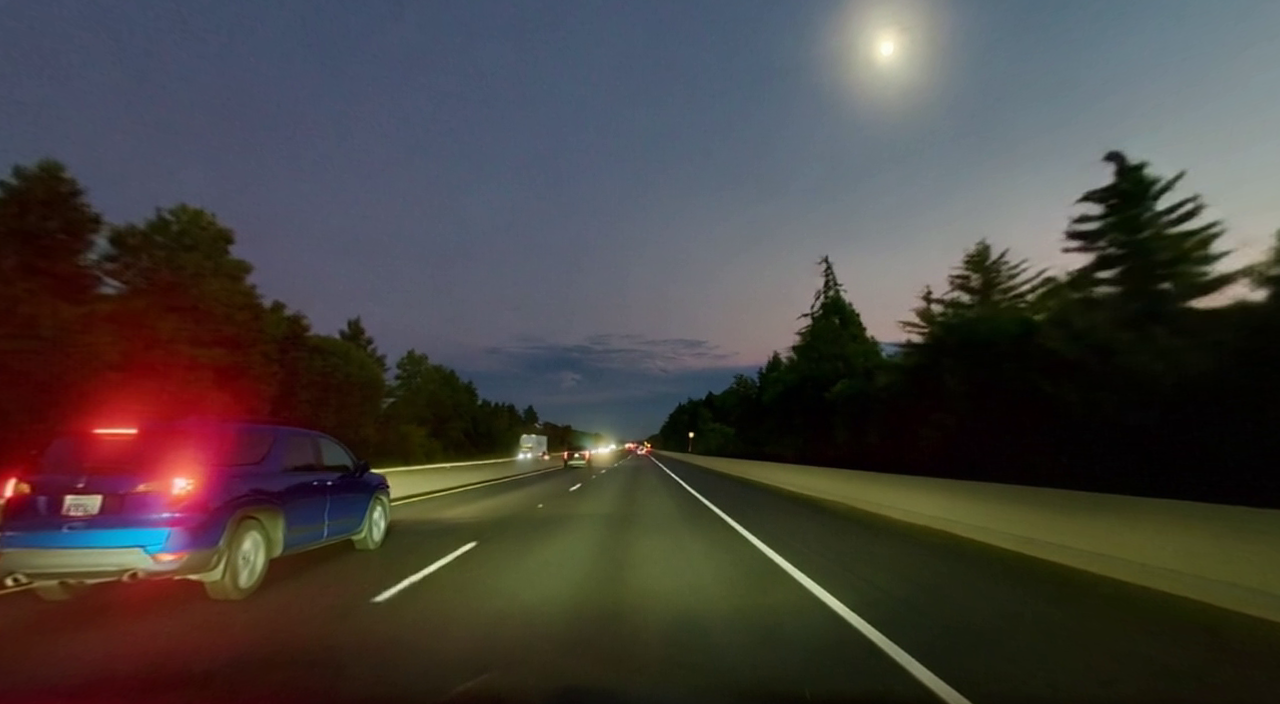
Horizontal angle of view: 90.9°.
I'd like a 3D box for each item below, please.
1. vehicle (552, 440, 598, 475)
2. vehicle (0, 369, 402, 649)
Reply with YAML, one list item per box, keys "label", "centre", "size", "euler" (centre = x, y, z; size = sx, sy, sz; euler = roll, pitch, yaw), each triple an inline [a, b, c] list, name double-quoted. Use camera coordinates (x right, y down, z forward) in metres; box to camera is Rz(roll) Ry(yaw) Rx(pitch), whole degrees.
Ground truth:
- label: "vehicle"
  centre: [-3.602, 5.930, 35.694]
  size: [2.056, 1.811, 4.202]
  euler: [-1, -9, 2]
- label: "vehicle"
  centre: [-4.588, 1.447, 6.820]
  size: [2.102, 1.941, 4.703]
  euler: [0, -9, 1]
